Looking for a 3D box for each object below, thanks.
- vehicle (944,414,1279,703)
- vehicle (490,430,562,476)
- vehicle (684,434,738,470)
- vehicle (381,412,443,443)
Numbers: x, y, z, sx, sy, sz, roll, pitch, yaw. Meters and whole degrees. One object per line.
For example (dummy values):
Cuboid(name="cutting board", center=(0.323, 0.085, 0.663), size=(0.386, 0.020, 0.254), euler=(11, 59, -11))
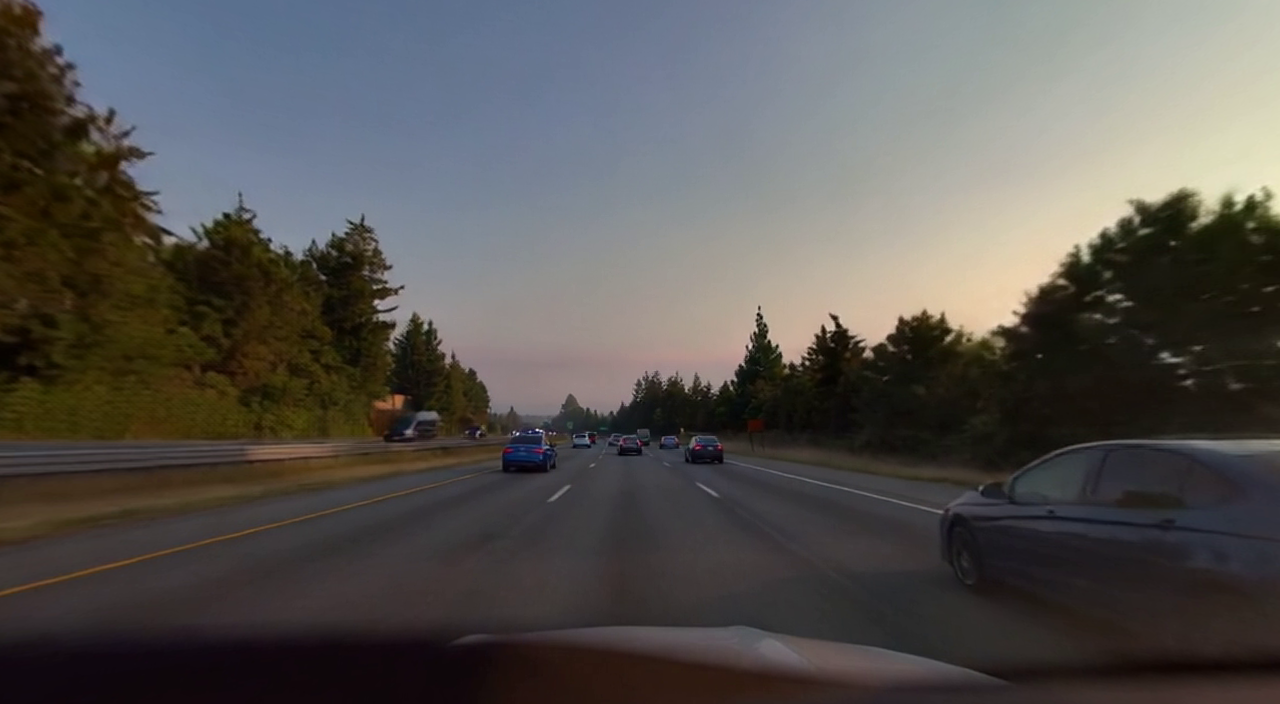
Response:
Cuboid(name="vehicle", center=(3.839, 1.174, 3.832), size=(1.986, 1.488, 3.867), euler=(1, -8, -1))
Cuboid(name="vehicle", center=(-4.154, 3.725, 23.583), size=(1.941, 1.529, 4.111), euler=(0, -8, -1))
Cuboid(name="vehicle", center=(3.172, 4.543, 28.964), size=(1.883, 1.536, 3.792), euler=(1, -8, -3))
Cuboid(name="vehicle", center=(-14.376, 4.829, 40.077), size=(2.062, 1.813, 4.744), euler=(0, -7, 1))
